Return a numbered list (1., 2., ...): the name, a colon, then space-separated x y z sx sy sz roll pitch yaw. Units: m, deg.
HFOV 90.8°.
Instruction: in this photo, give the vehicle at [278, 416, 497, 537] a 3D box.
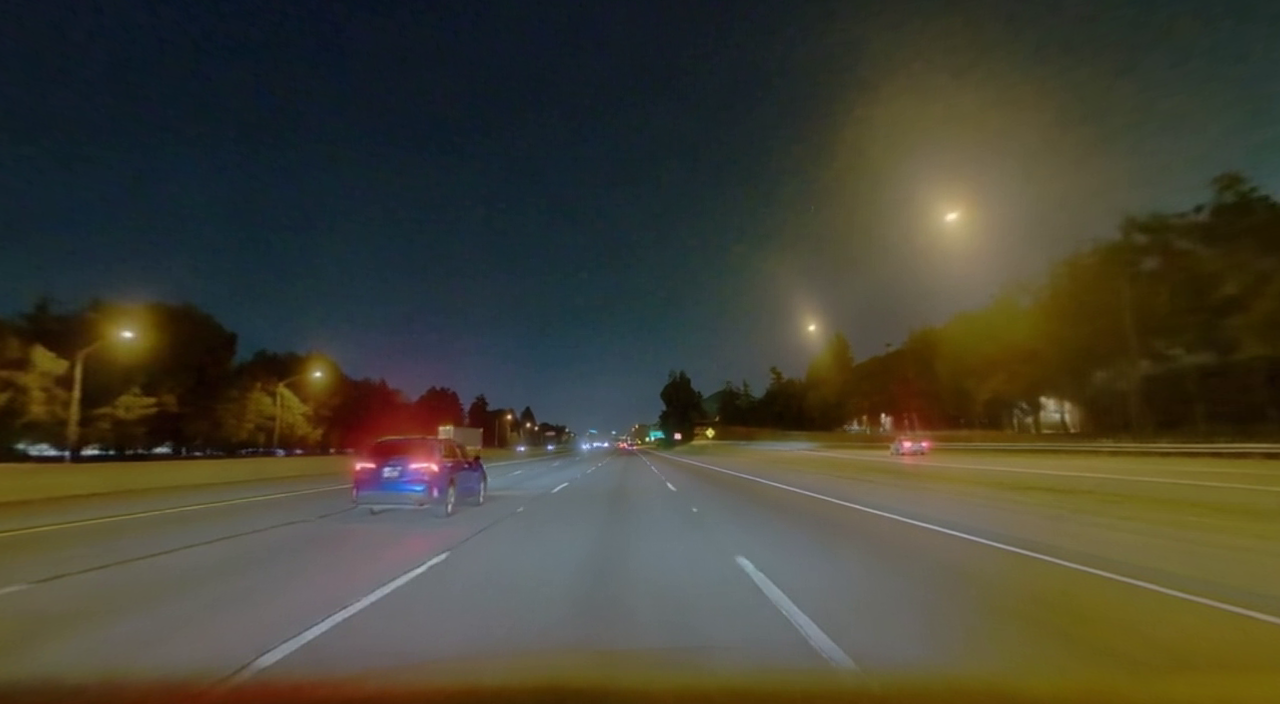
1. vehicle: -4.204 2.157 11.569 2.102 1.727 4.704 0 -9 -1
